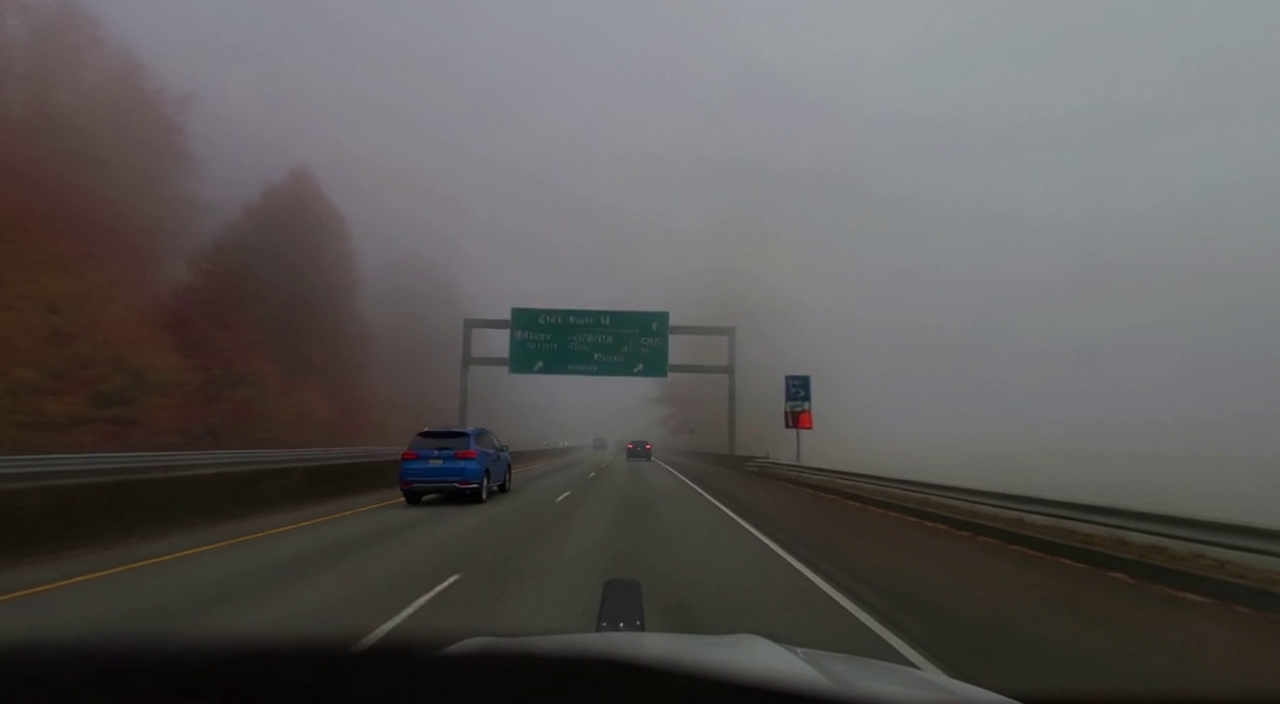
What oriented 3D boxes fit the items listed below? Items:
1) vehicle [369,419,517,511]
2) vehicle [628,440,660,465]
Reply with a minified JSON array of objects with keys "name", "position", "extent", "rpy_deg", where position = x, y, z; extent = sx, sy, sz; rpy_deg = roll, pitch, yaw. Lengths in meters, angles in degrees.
[{"name":"vehicle","position":[-4.167,2.458,14.126],"extent":[1.924,1.720,4.195],"rpy_deg":[0,-8,0]},{"name":"vehicle","position":[0.231,6.518,41.015],"extent":[1.939,1.497,3.863],"rpy_deg":[0,-8,-1]}]
